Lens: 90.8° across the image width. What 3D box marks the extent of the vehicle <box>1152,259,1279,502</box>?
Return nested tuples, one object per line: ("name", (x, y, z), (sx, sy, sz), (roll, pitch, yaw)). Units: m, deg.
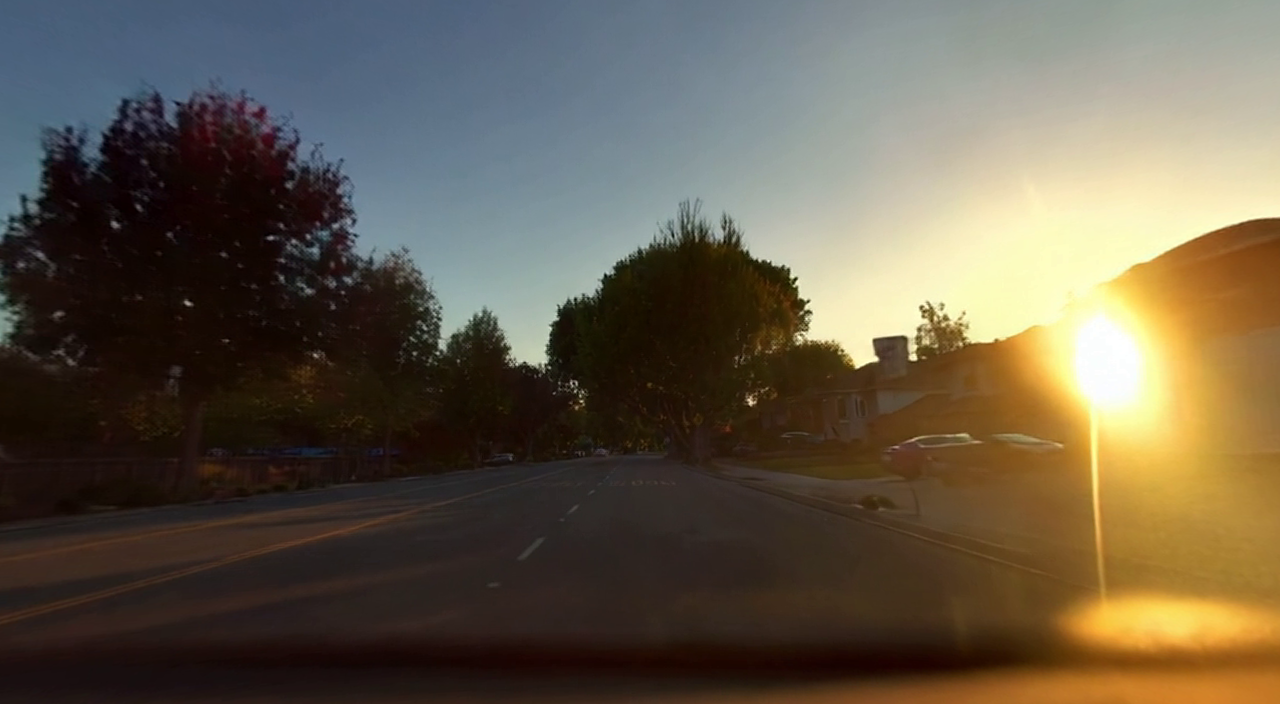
("vehicle", (17.548, 0.417, 12.198), (12.151, 4.157, 3.709), (-1, -15, -6))
